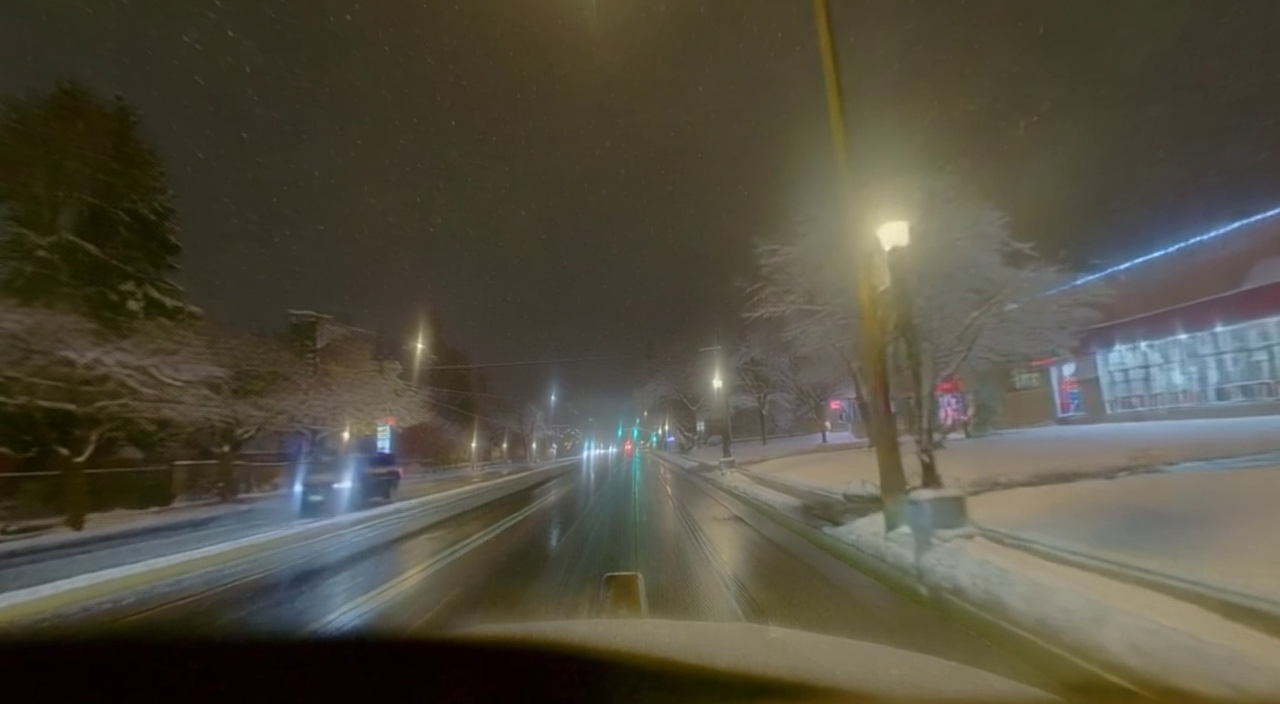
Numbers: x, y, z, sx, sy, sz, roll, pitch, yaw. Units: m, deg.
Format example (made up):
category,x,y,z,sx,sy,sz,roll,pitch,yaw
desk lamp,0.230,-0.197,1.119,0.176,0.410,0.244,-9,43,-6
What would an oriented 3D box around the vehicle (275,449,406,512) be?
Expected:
category,x,y,z,sx,sy,sz,roll,pitch,yaw
vehicle,-9.170,3.921,19.839,2.050,1.721,4.369,0,-8,-1
